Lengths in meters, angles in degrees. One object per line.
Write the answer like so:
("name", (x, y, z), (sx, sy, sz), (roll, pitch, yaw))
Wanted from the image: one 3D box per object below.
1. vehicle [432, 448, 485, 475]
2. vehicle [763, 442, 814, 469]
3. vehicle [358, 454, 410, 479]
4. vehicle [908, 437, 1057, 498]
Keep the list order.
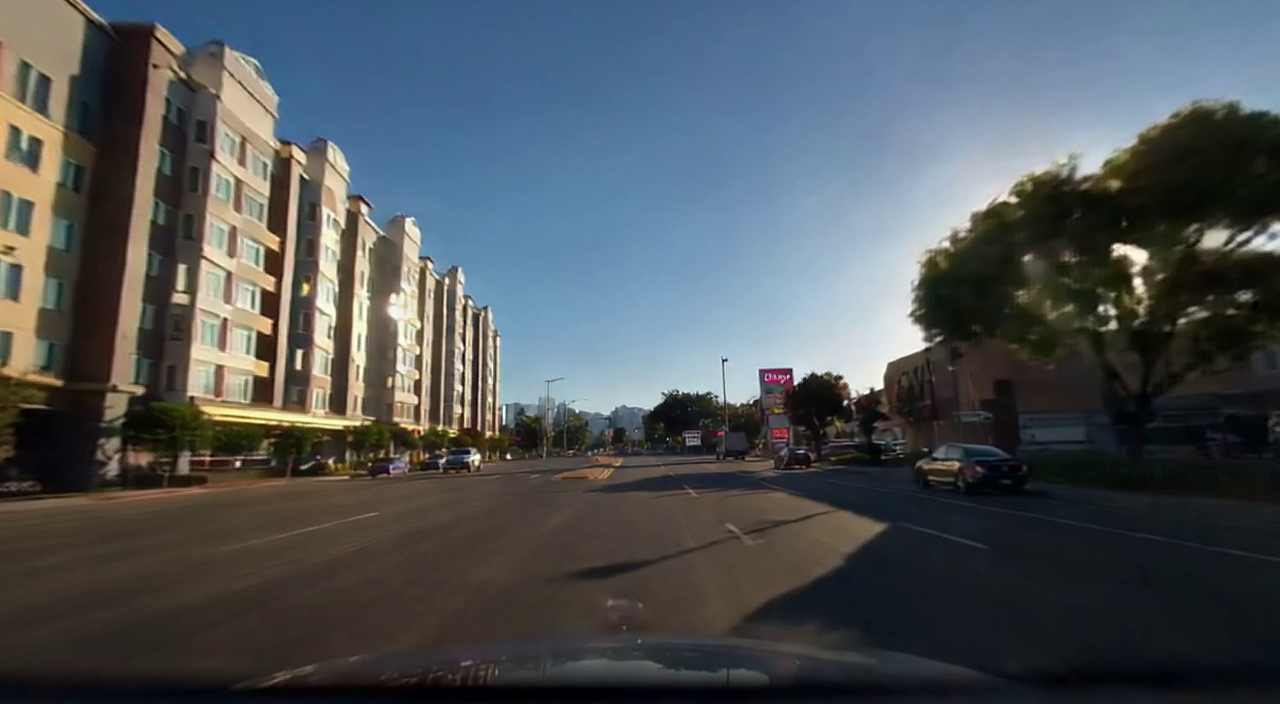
("vehicle", (-12.331, 7.442, 43.293), (2.262, 1.732, 4.501), (0, -9, 0))
("vehicle", (10.150, 7.122, 43.553), (2.183, 1.698, 5.010), (1, -9, -2))
("vehicle", (-19.190, 8.557, 47.523), (2.167, 1.700, 4.406), (-1, -8, -1))
("vehicle", (10.589, 3.591, 20.054), (2.078, 1.688, 4.557), (1, -9, -2))
